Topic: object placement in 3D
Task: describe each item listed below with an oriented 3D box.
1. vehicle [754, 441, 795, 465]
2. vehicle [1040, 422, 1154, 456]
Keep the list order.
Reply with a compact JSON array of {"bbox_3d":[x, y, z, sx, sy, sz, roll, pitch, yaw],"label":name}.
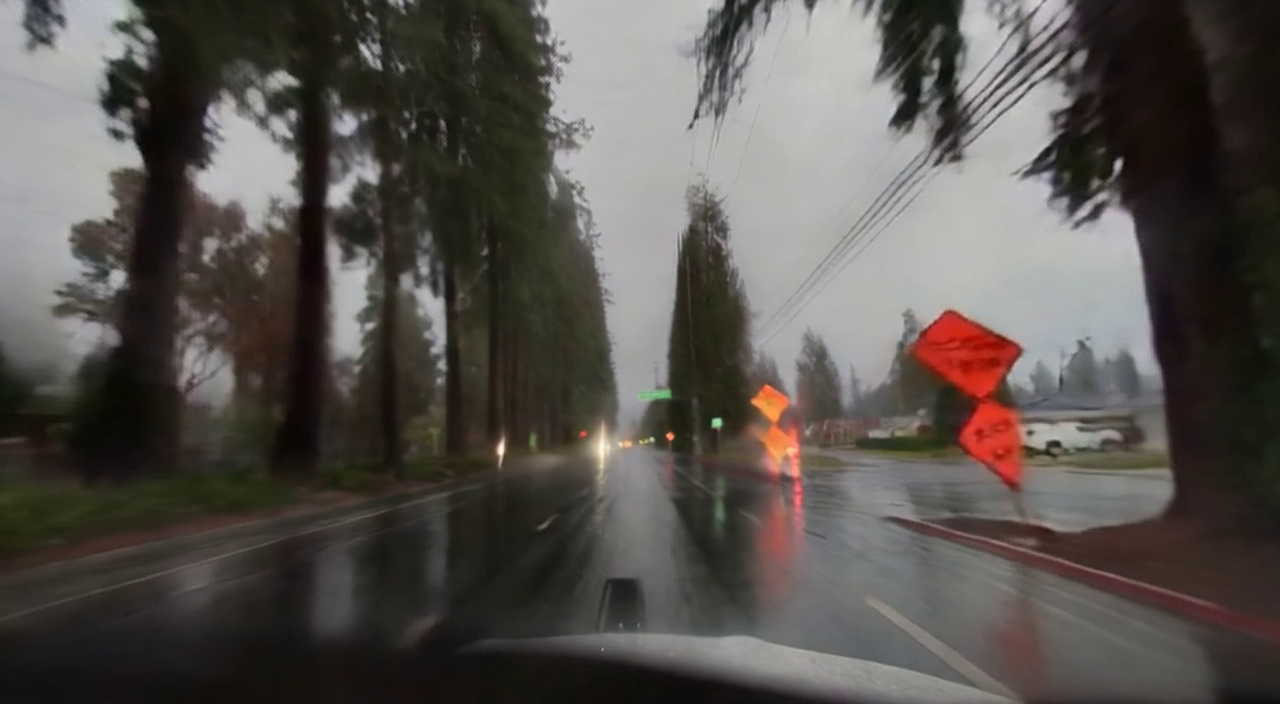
[{"bbox_3d":[8.500,6.358,40.127,1.733,1.449,3.764,0,-8,-1],"label":"vehicle"},{"bbox_3d":[25.502,4.871,35.400,4.601,1.801,2.122,0,-8,2],"label":"vehicle"}]
